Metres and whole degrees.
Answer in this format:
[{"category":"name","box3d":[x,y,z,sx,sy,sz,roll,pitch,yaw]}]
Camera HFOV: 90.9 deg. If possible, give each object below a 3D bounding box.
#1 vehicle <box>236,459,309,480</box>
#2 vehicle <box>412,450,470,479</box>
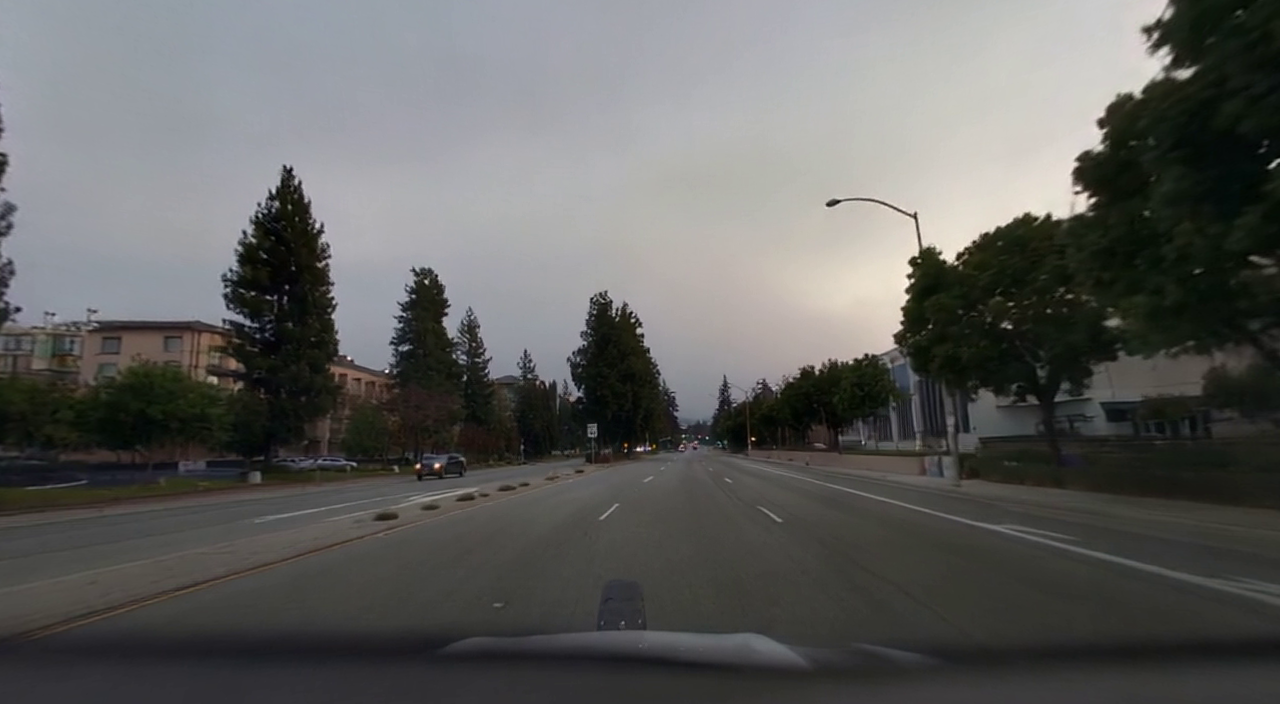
[{"category":"vehicle","box3d":[-27.733,8.852,47.672,4.380,1.461,1.754,-1,-8,3]},{"category":"vehicle","box3d":[-12.912,7.316,41.228,1.915,1.721,4.402,-1,-8,7]}]
